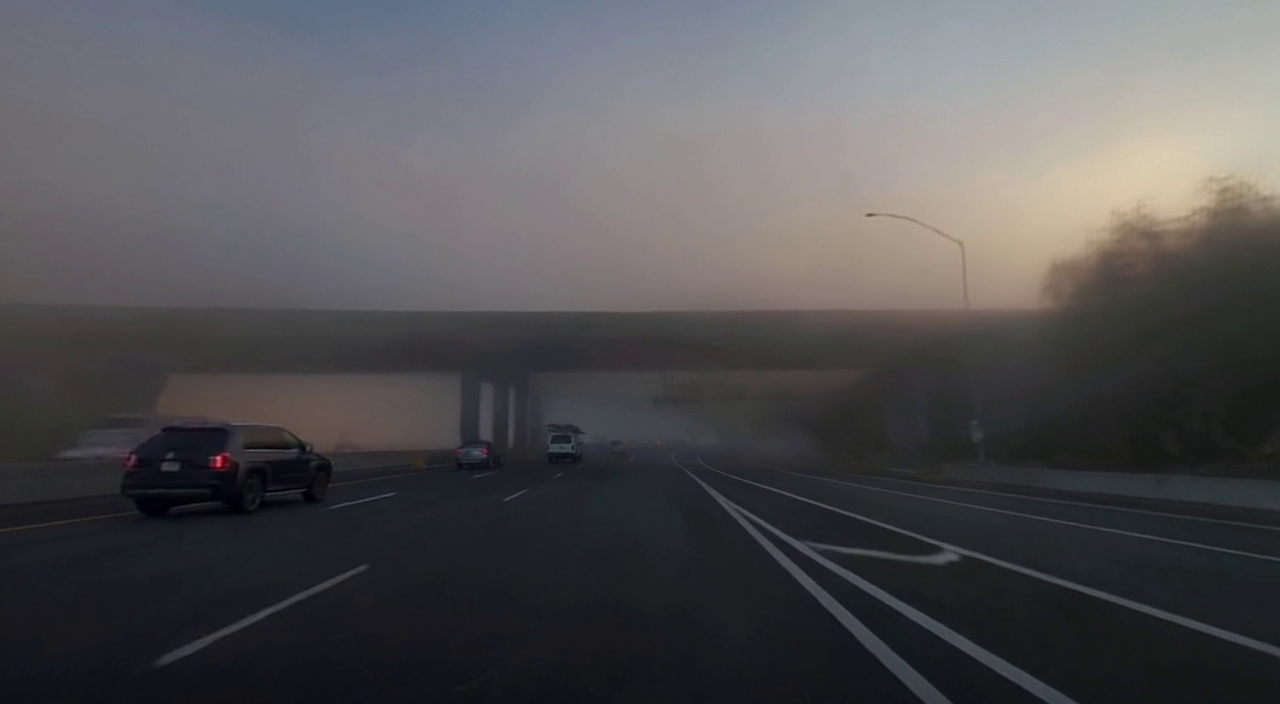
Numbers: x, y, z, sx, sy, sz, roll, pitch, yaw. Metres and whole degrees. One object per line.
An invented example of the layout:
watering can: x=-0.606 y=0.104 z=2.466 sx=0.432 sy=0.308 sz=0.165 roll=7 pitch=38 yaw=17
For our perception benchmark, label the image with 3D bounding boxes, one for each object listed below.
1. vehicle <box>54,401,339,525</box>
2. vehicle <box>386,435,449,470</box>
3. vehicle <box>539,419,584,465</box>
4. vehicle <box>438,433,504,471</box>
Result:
vehicle: x=-8.147 y=2.098 z=12.304 sx=2.179 sy=1.948 sz=4.618 roll=0 pitch=-8 yaw=0
vehicle: x=-11.901 y=5.404 z=33.923 sx=1.900 sy=1.726 sz=4.236 roll=0 pitch=-8 yaw=-1
vehicle: x=-5.167 y=6.055 z=42.300 sx=2.301 sy=2.843 sz=6.458 roll=0 pitch=-8 yaw=-1
vehicle: x=-8.574 y=5.122 z=32.339 sx=2.109 sy=1.784 sz=4.709 roll=0 pitch=-8 yaw=-1
